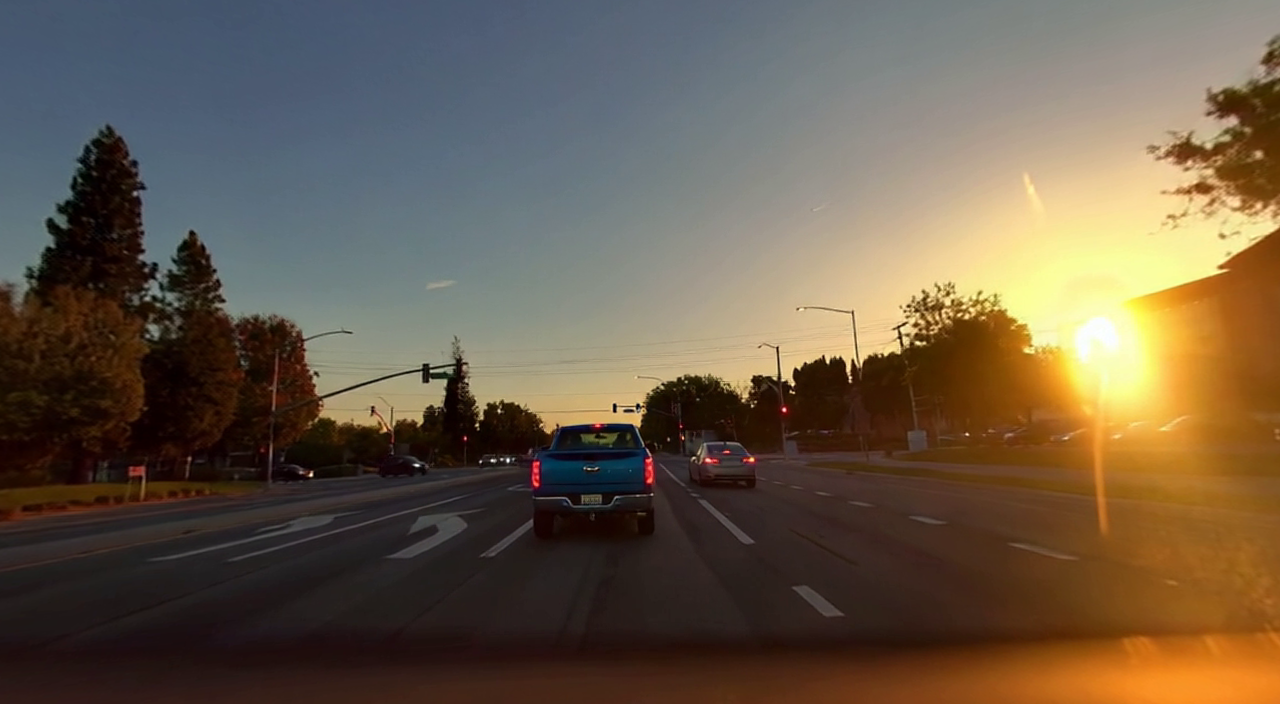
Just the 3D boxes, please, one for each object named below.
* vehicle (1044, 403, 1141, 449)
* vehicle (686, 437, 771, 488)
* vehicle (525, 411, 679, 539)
[{"bbox_3d":[30.303,5.039,42.505,2.892,2.881,4.178,2,-9,-16],"label":"vehicle"},{"bbox_3d":[2.768,3.595,20.861,2.073,1.484,4.437,0,-8,-1],"label":"vehicle"},{"bbox_3d":[-0.554,2.064,11.255,2.145,1.762,4.731,0,-8,-1],"label":"vehicle"}]
